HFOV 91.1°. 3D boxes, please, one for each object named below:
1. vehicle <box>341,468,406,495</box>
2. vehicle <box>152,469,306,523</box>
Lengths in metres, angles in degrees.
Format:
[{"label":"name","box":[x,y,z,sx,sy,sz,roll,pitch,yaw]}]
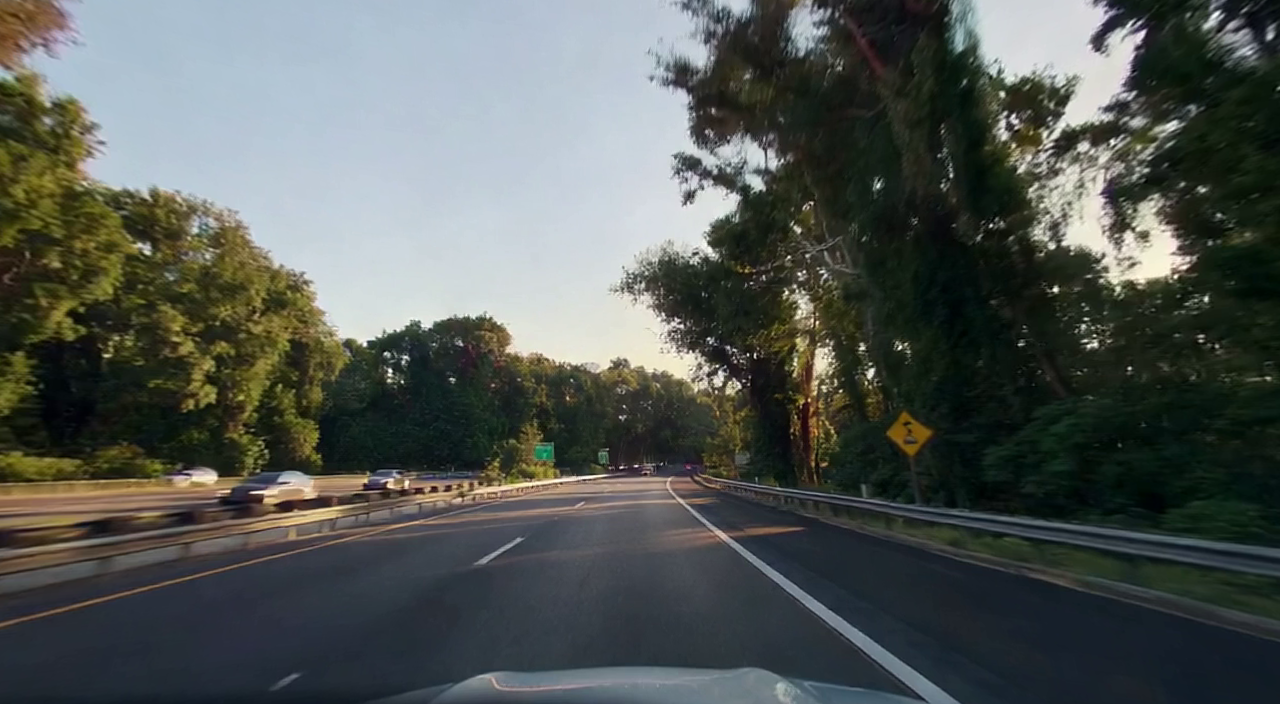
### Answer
[{"label":"vehicle","box":[-16.099,7.809,38.182,1.895,1.476,4.539,1,-10,1]},{"label":"vehicle","box":[-12.832,4.493,20.019,1.892,1.467,4.340,1,-10,1]}]
